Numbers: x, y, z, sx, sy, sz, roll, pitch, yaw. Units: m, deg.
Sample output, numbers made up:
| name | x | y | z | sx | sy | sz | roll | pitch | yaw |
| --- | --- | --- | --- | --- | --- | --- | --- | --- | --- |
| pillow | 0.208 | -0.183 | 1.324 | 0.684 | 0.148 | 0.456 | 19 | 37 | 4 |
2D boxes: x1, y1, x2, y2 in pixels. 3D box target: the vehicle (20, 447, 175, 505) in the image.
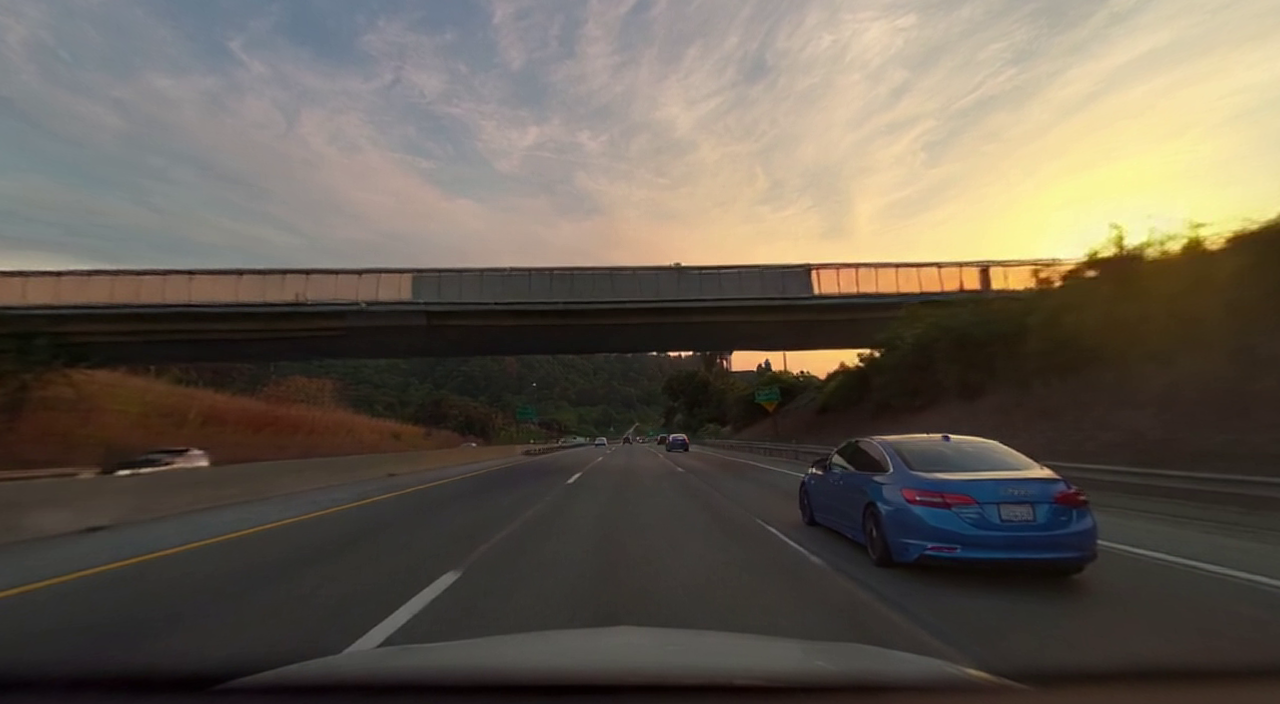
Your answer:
| name | x | y | z | sx | sy | sz | roll | pitch | yaw |
| --- | --- | --- | --- | --- | --- | --- | --- | --- | --- |
| vehicle | -20.133 | 4.573 | 23.719 | 1.933 | 1.867 | 4.408 | 0 | -8 | -1 |
